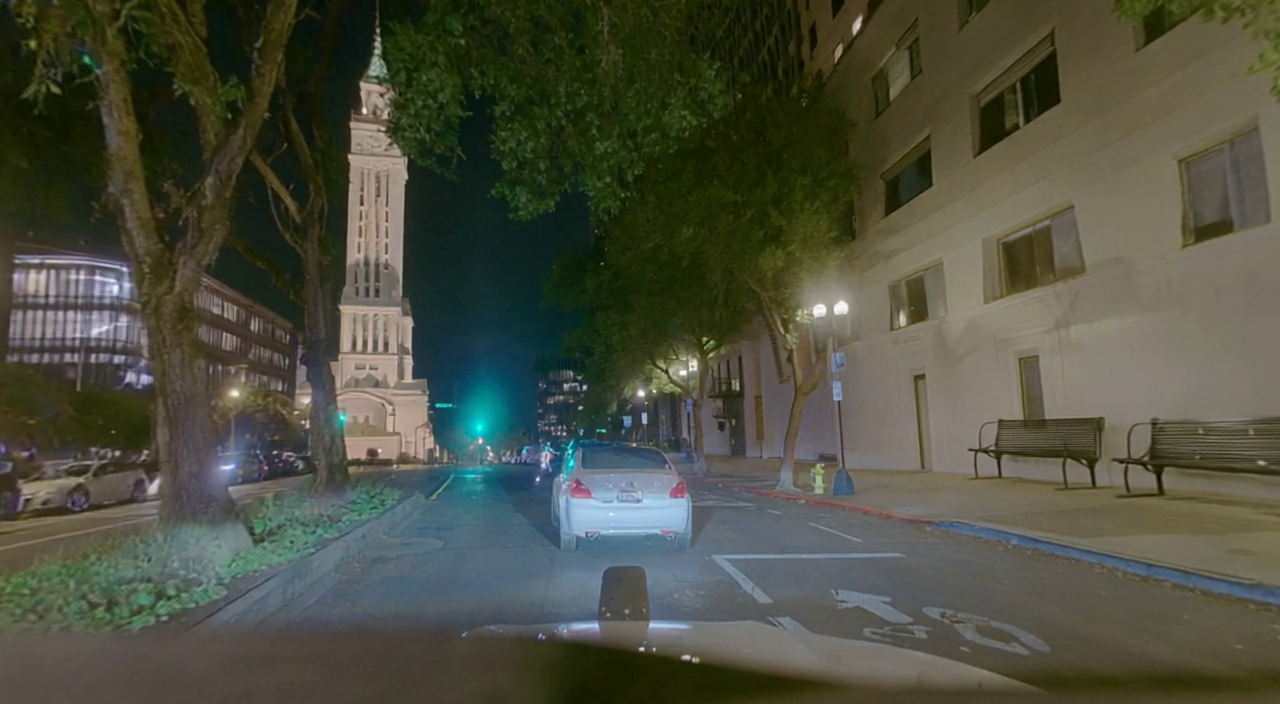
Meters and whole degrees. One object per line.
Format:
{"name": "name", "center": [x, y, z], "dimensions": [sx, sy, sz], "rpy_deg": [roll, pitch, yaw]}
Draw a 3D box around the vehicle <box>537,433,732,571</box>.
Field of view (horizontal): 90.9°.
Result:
{"name": "vehicle", "center": [-0.248, 1.942, 9.016], "dimensions": [2.142, 1.475, 4.051], "rpy_deg": [1, -8, -6]}
